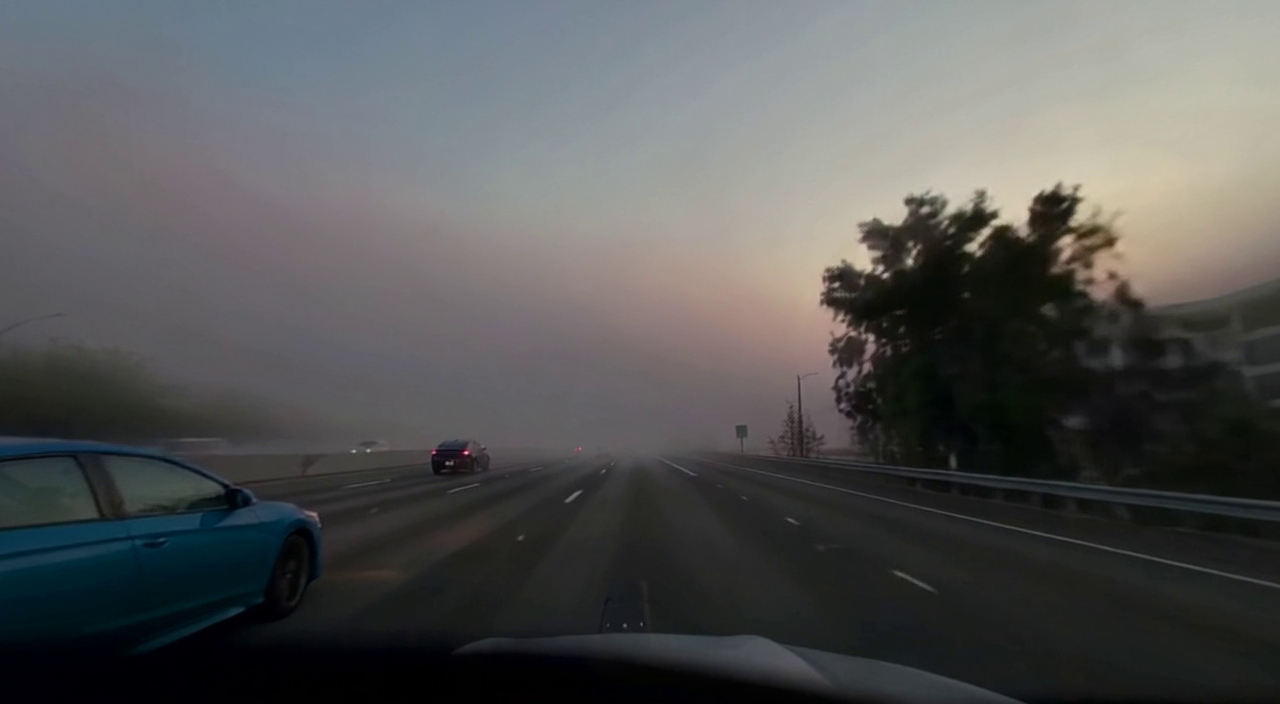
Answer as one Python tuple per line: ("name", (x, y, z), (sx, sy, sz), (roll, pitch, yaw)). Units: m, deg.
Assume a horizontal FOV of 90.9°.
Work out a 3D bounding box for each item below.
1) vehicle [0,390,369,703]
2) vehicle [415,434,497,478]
("vehicle", (-3.626, 1.065, 3.309), (2.144, 1.565, 4.951), (0, -8, 1))
("vehicle", (-7.718, 4.402, 26.948), (2.118, 1.675, 4.395), (0, -8, 1))
